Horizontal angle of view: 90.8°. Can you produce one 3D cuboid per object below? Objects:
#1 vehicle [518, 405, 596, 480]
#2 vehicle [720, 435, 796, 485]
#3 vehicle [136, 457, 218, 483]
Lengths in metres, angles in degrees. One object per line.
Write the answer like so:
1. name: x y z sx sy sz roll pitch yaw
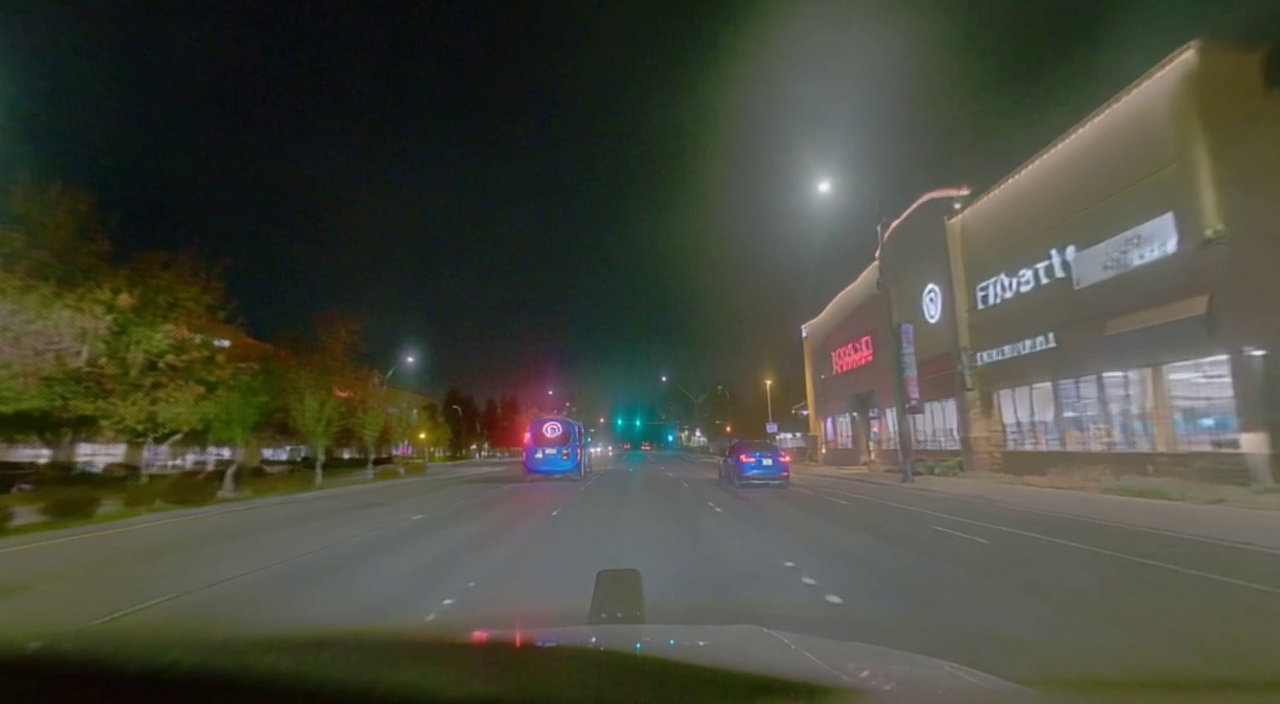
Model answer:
1. vehicle: -3.333 3.845 26.680 2.443 2.784 5.862 0 -9 0
2. vehicle: 4.256 3.976 23.486 1.869 1.646 4.166 0 -9 -2
3. vehicle: -31.517 8.039 43.132 4.225 1.449 1.819 1 -9 -27
